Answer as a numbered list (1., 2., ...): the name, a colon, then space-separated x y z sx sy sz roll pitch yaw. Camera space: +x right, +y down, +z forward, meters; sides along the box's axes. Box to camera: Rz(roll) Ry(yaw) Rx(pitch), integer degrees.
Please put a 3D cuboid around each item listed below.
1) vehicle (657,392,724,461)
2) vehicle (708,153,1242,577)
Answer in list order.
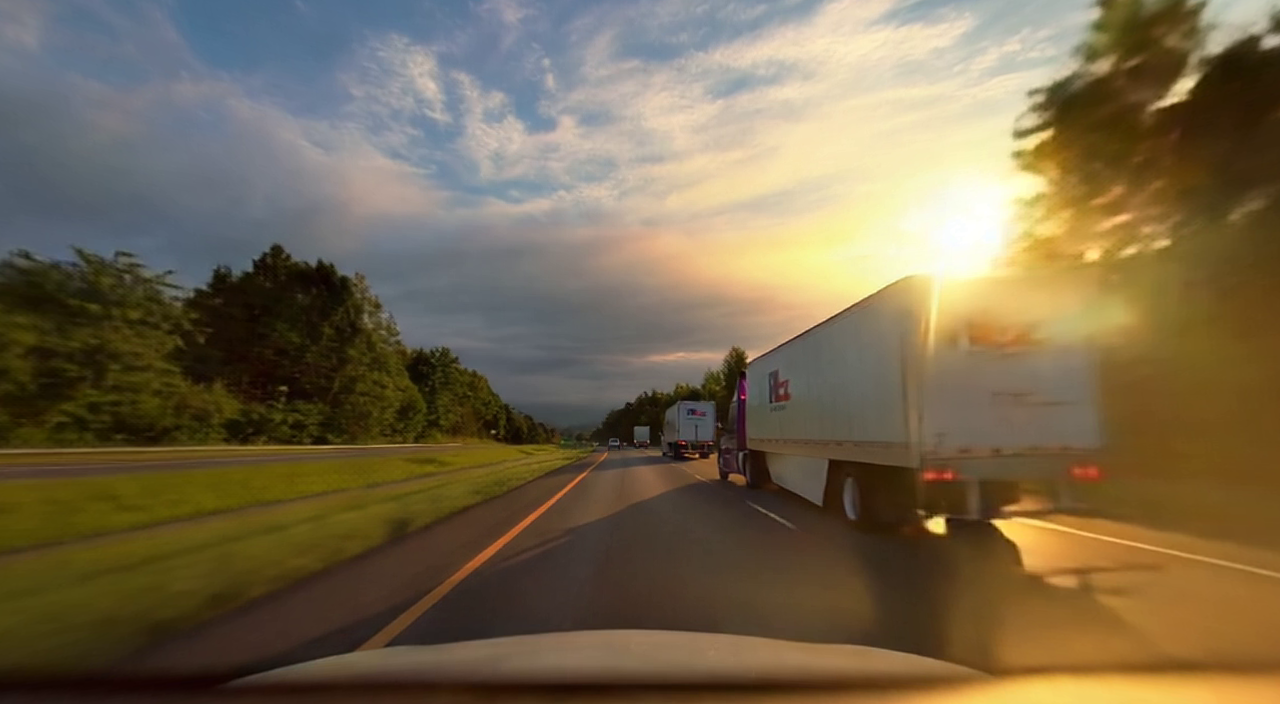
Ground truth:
1. vehicle: 3.164 5.379 44.087 2.871 4.072 14.183 0 -8 -3
2. vehicle: 3.862 1.048 13.243 2.863 4.031 14.678 0 -8 -1
